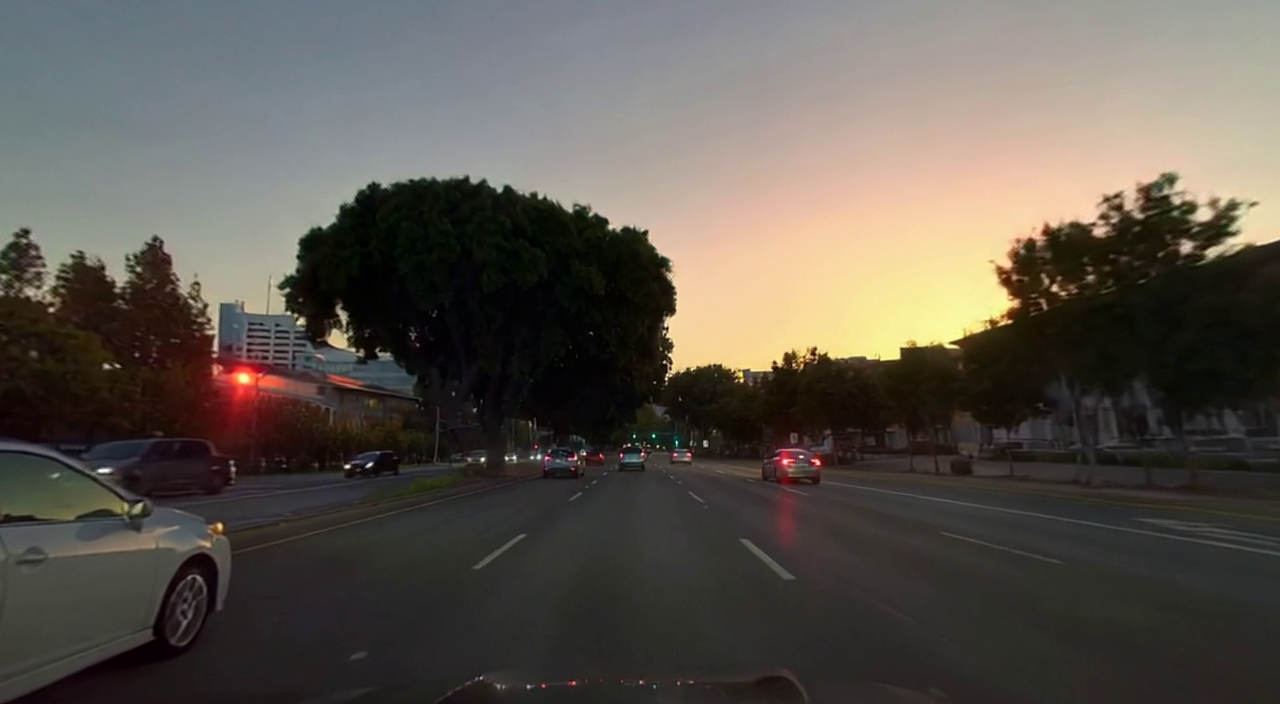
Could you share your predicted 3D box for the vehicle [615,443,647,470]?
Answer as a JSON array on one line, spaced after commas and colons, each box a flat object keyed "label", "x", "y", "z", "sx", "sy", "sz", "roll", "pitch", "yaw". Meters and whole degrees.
[{"label": "vehicle", "x": -0.618, "y": 6.890, "z": 41.879, "sx": 2.008, "sy": 1.716, "sz": 4.125, "roll": 0, "pitch": -8, "yaw": -1}]

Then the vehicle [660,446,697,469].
[{"label": "vehicle", "x": 2.499, "y": 6.969, "z": 41.809, "sx": 2.014, "sy": 1.430, "sz": 4.103, "roll": 0, "pitch": -8, "yaw": -2}]

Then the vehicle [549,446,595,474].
[{"label": "vehicle", "x": -3.853, "y": 6.161, "z": 36.417, "sx": 2.163, "sy": 1.474, "sz": 4.413, "roll": 0, "pitch": -8, "yaw": 0}]

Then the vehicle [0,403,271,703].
[{"label": "vehicle", "x": -3.736, "y": 0.927, "z": 2.430, "sx": 2.018, "sy": 1.476, "sz": 4.364, "roll": 0, "pitch": -8, "yaw": 0}]

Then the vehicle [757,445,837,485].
[{"label": "vehicle", "x": 6.278, "y": 4.549, "z": 25.863, "sx": 2.028, "sy": 1.451, "sz": 4.625, "roll": 0, "pitch": -8, "yaw": -1}]

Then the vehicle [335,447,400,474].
[{"label": "vehicle", "x": -15.949, "y": 6.367, "z": 37.206, "sx": 1.835, "sy": 1.455, "sz": 4.487, "roll": 0, "pitch": -8, "yaw": 0}]
